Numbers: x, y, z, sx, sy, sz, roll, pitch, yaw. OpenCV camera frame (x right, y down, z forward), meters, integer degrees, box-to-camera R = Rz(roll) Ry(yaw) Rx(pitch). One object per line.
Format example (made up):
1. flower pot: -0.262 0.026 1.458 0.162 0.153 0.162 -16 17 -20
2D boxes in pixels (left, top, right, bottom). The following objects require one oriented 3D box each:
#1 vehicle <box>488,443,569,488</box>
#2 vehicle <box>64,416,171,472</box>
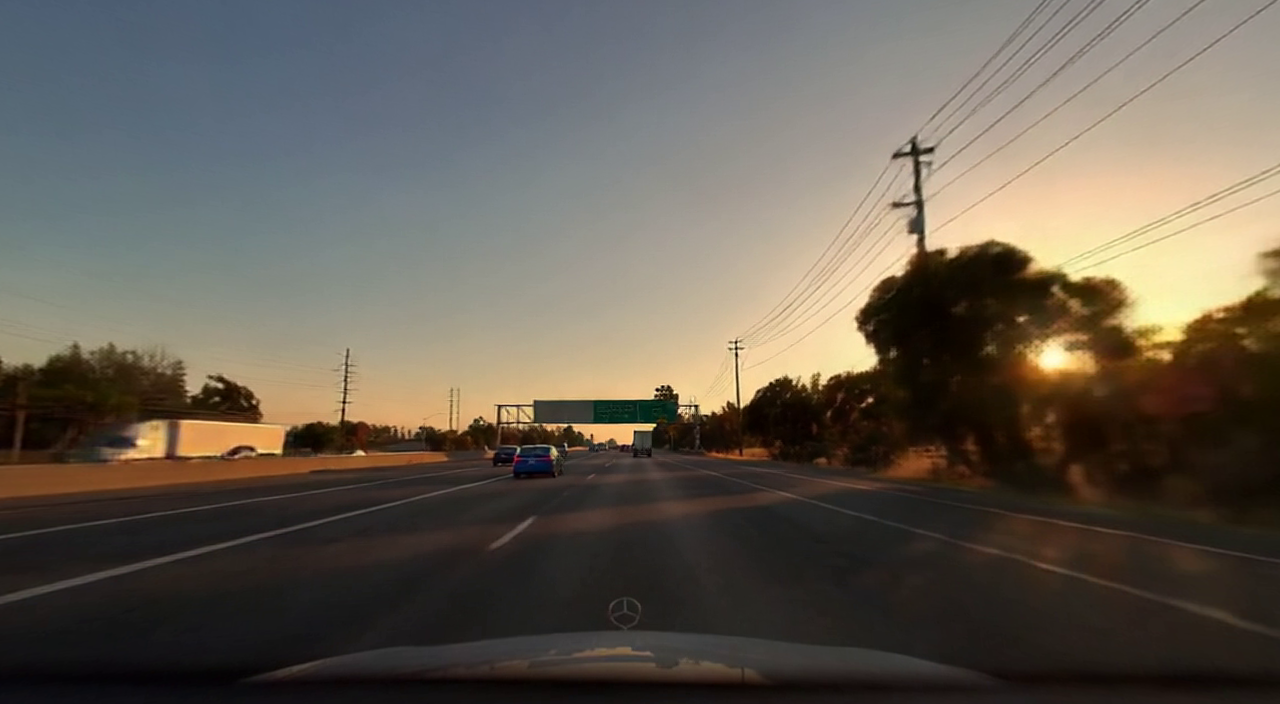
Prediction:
1. vehicle: -4.026 4.168 23.543 2.104 1.501 4.459 0 -9 1
2. vehicle: -39.769 7.078 48.263 2.850 3.973 5.923 0 -9 0
